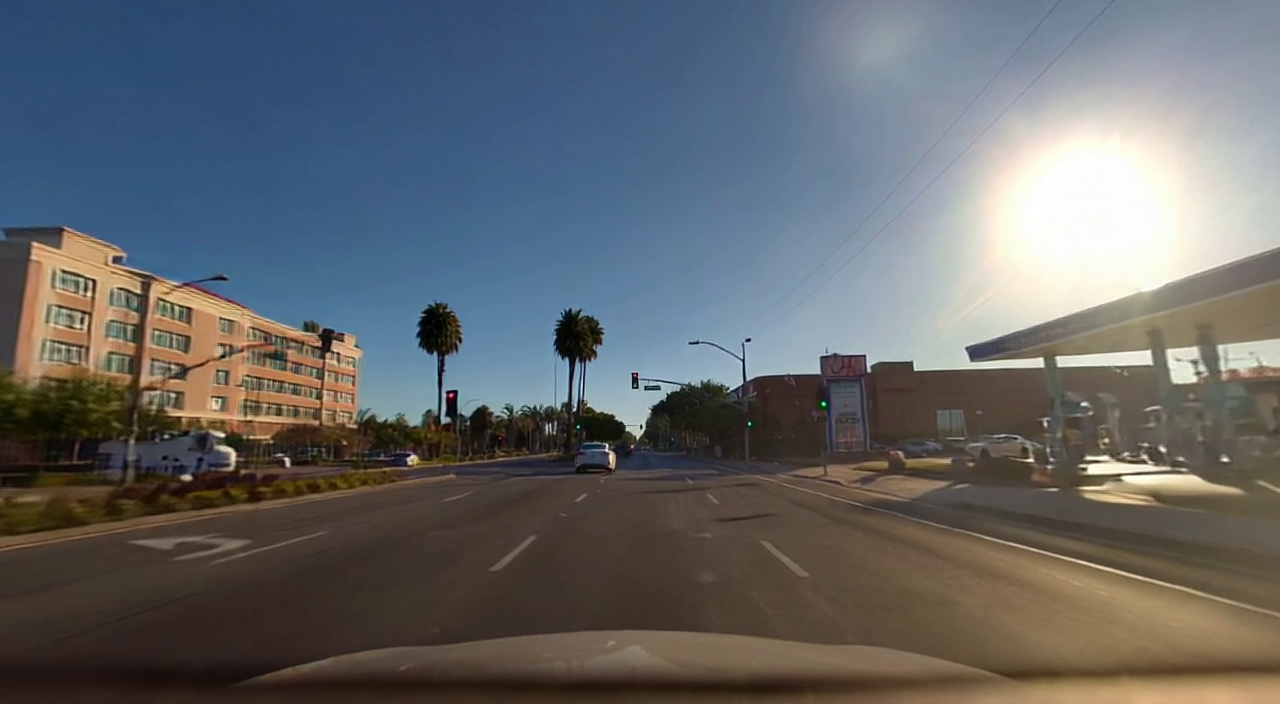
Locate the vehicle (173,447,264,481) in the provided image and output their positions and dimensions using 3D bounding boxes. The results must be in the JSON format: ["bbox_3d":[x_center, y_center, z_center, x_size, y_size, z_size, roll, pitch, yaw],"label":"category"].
[{"bbox_3d":[-27.948,7.414,41.921,4.597,1.952,2.040,-3,-7,-1],"label":"vehicle"}]

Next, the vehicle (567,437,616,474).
[{"bbox_3d":[-2.394,5.236,32.087,2.011,1.756,4.478,0,-9,2],"label":"vehicle"}]

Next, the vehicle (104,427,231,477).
[{"bbox_3d":[-35.875,7.612,48.037,7.179,3.622,2.857,0,-9,1],"label":"vehicle"}]
